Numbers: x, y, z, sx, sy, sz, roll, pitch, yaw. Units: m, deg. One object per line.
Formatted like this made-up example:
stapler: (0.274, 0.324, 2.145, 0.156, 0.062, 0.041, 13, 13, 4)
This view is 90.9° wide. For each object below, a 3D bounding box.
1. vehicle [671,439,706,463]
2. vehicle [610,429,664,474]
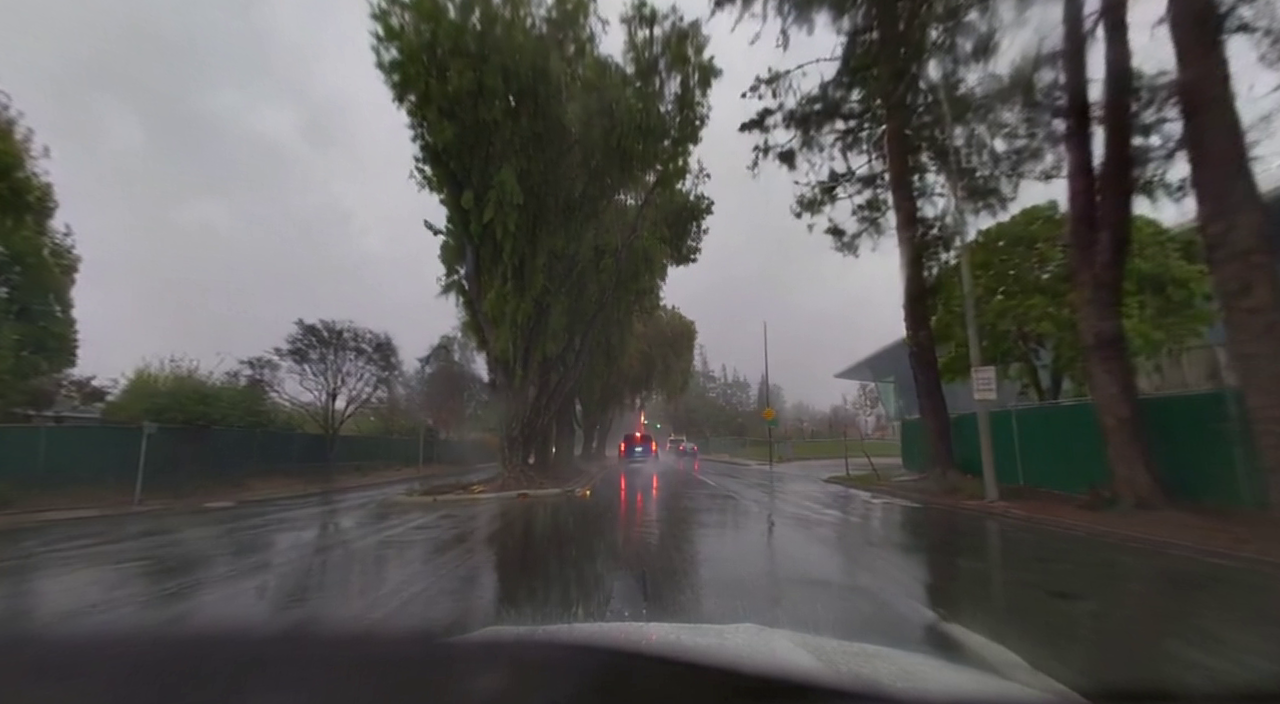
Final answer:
vehicle: (3.620, 7.495, 48.033, 2.138, 1.699, 4.852, 0, -8, -2)
vehicle: (-0.148, 4.770, 30.339, 2.386, 1.947, 4.168, 0, -8, 0)
